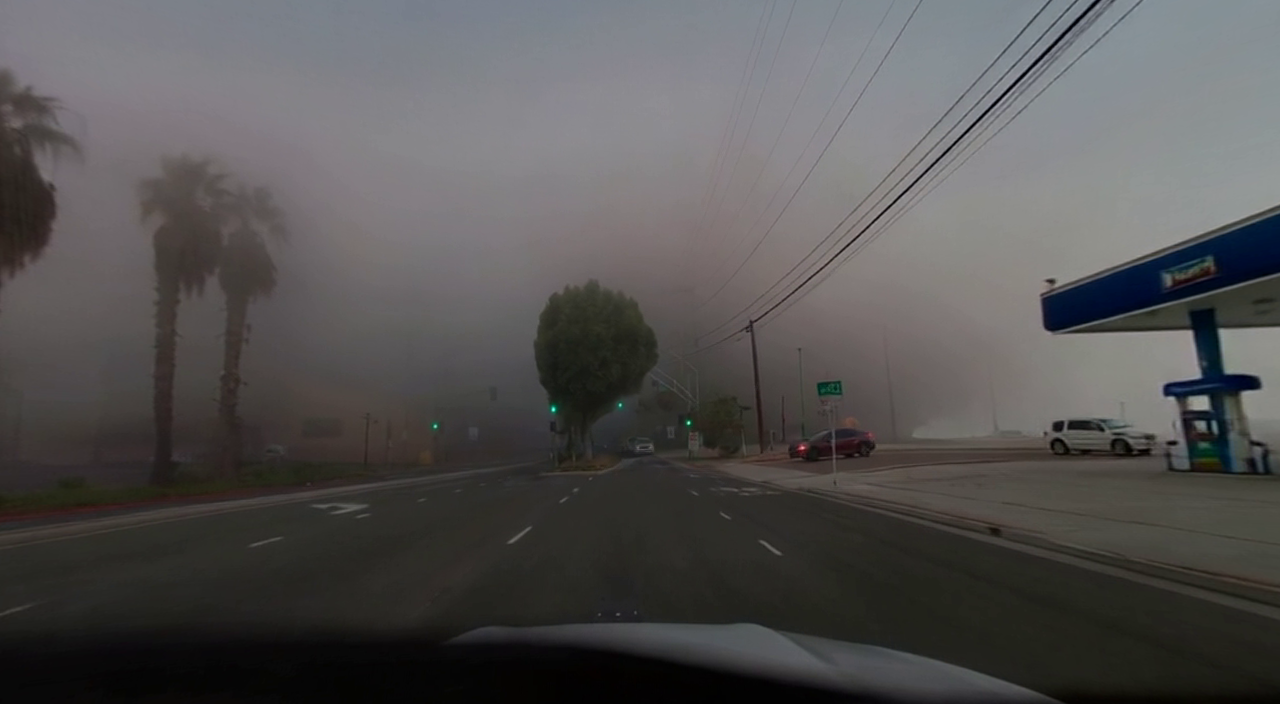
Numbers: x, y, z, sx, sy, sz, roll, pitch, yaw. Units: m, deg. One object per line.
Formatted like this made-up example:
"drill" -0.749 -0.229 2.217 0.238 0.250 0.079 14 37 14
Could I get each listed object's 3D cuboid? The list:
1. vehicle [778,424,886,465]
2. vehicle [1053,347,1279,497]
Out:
"vehicle" 10.651 5.104 34.791 6.059 2.082 2.703 7 -11 -39
"vehicle" 13.451 1.467 12.883 2.944 2.783 10.332 0 -9 -1
